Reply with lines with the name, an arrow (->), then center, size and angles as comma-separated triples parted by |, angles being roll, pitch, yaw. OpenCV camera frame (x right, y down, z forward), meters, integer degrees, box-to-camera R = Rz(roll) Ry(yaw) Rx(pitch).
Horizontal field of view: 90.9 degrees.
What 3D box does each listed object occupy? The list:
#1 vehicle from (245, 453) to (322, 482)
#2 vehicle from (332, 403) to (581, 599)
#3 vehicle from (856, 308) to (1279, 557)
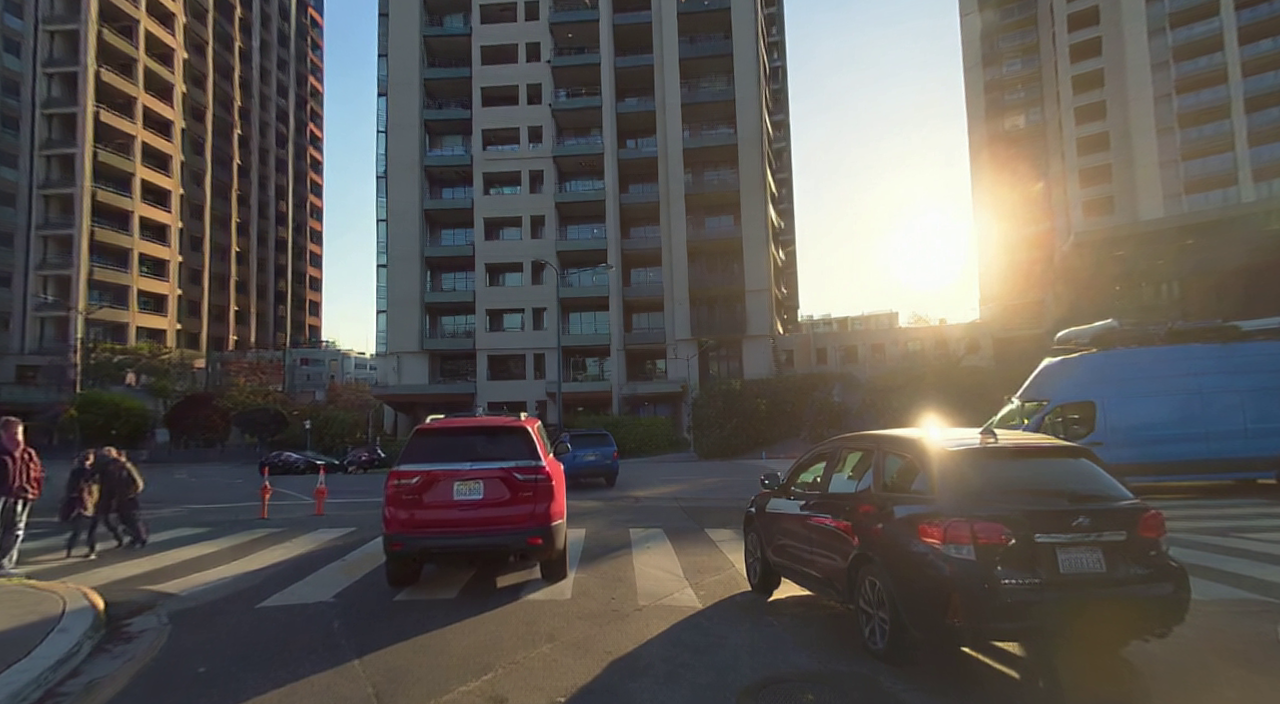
vehicle -> -19.454, 6.290, 34.512 | 3.467, 1.456, 1.649 | 4, -9, -24
vehicle -> -1.836, 1.645, 7.822 | 2.144, 1.733, 4.115 | 1, -8, -5
vehicle -> 6.770, 1.038, 8.236 | 6.932, 2.753, 2.446 | 0, -8, 1
